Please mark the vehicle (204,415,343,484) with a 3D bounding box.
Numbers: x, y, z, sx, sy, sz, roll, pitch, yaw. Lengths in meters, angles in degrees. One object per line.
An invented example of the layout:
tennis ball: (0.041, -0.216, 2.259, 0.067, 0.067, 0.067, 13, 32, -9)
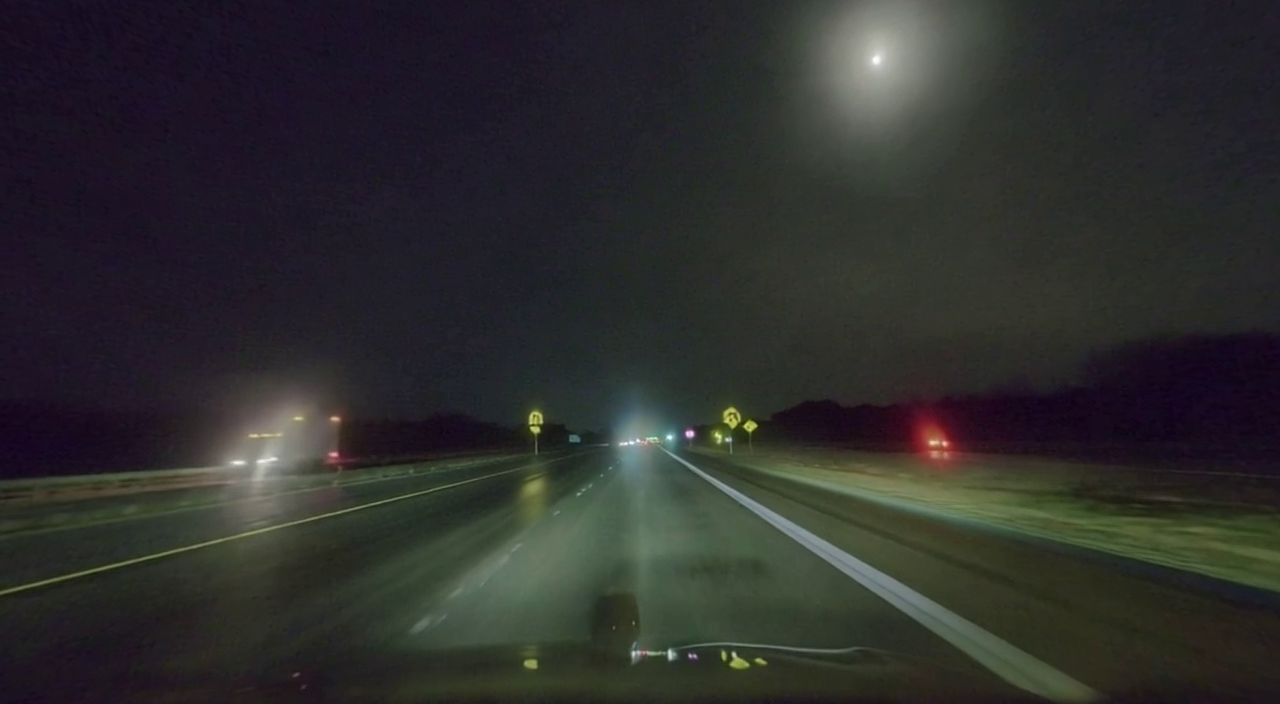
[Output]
vehicle: (-15.934, 4.285, 27.982, 2.344, 2.645, 6.259, -1, -8, 1)
